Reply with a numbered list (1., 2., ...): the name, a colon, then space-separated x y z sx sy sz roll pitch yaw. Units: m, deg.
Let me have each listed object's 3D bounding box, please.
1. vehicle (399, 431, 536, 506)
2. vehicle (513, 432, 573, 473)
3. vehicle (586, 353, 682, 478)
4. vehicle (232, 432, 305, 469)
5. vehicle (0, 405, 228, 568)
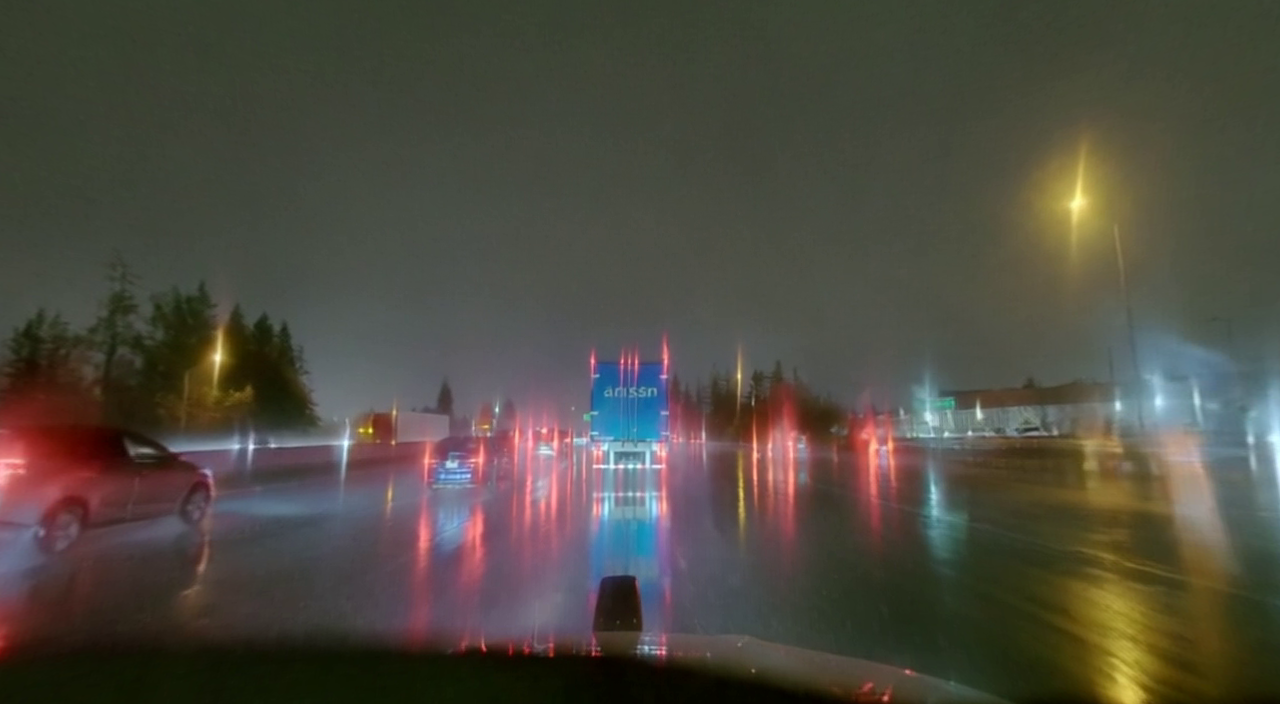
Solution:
1. vehicle: -3.873 2.679 15.018 1.964 1.507 4.361 0 -8 1
2. vehicle: -4.082 4.276 27.106 1.946 1.599 4.073 0 -8 0
3. vehicle: -0.358 2.855 26.619 3.171 4.204 11.036 0 -8 -2
4. vehicle: -26.494 7.001 45.076 2.113 2.464 4.940 0 -8 1
5. vehicle: -7.759 1.611 8.039 1.998 1.698 4.461 0 -8 -1
